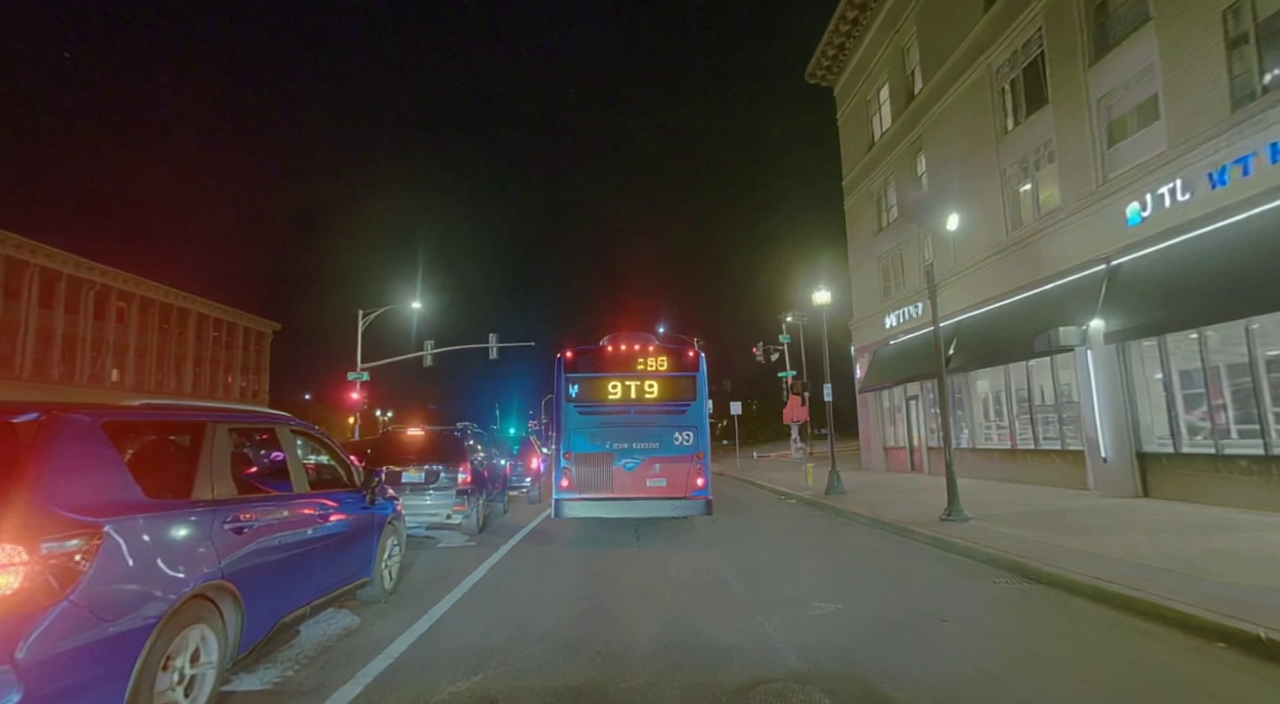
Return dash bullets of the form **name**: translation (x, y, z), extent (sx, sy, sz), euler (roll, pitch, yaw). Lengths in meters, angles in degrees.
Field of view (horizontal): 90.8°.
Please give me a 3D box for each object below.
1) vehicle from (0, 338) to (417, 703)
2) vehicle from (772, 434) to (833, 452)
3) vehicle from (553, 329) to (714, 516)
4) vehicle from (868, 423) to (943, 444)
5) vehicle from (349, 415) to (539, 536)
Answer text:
- **vehicle**: translation (-3.213, 1.092, 3.970), extent (2.020, 1.725, 4.384), euler (0, -8, 0)
- **vehicle**: translation (11.949, 6.737, 46.650), extent (3.949, 1.337, 1.738), euler (0, -9, -3)
- **vehicle**: translation (-0.294, 2.016, 16.718), extent (2.938, 3.468, 9.972), euler (0, -9, -2)
- **vehicle**: translation (19.812, 6.116, 47.201), extent (4.827, 1.555, 1.863), euler (1, -9, -6)
- **vehicle**: translation (-3.354, 2.224, 11.998), extent (2.096, 1.828, 4.669), euler (0, -8, 0)
